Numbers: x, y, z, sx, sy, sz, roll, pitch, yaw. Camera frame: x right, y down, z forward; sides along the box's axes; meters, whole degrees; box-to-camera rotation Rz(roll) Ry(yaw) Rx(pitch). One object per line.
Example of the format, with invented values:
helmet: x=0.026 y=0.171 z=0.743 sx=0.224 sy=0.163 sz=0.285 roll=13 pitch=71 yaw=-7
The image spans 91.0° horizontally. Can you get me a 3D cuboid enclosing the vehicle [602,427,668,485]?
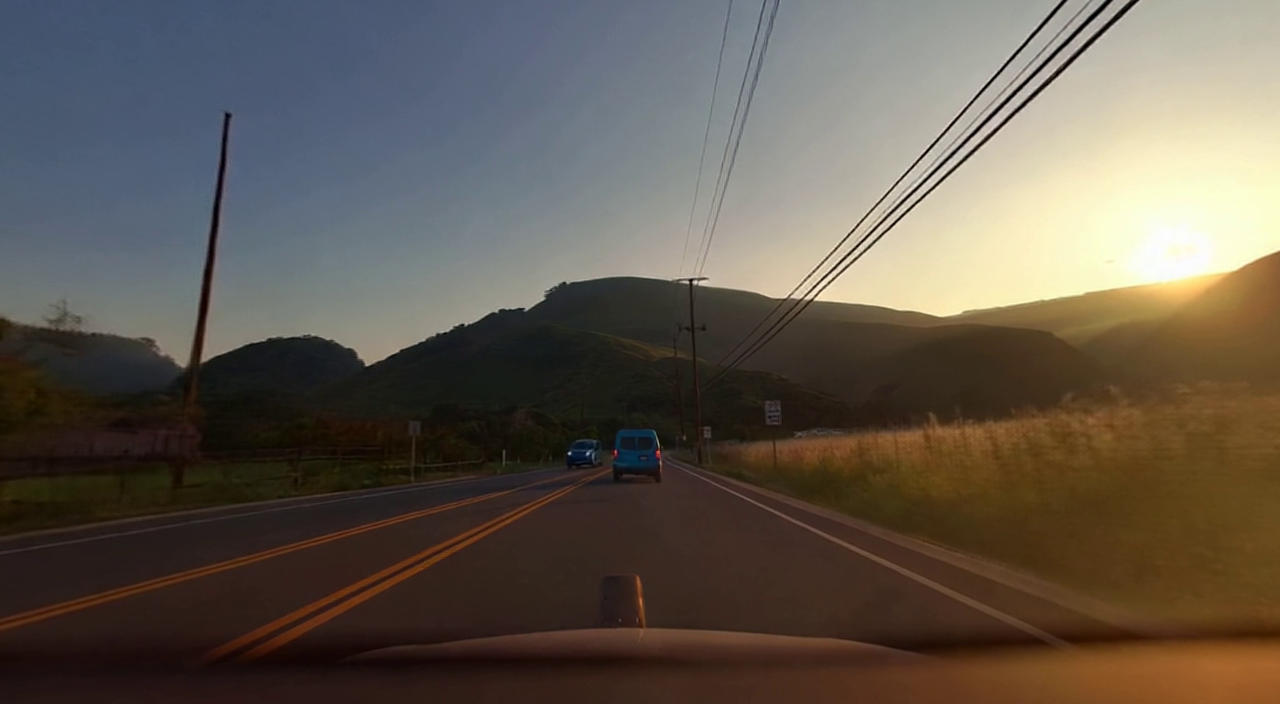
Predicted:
vehicle: x=-0.123 y=4.259 z=26.034 sx=2.454 sy=2.144 sz=4.535 roll=0 pitch=-8 yaw=2
